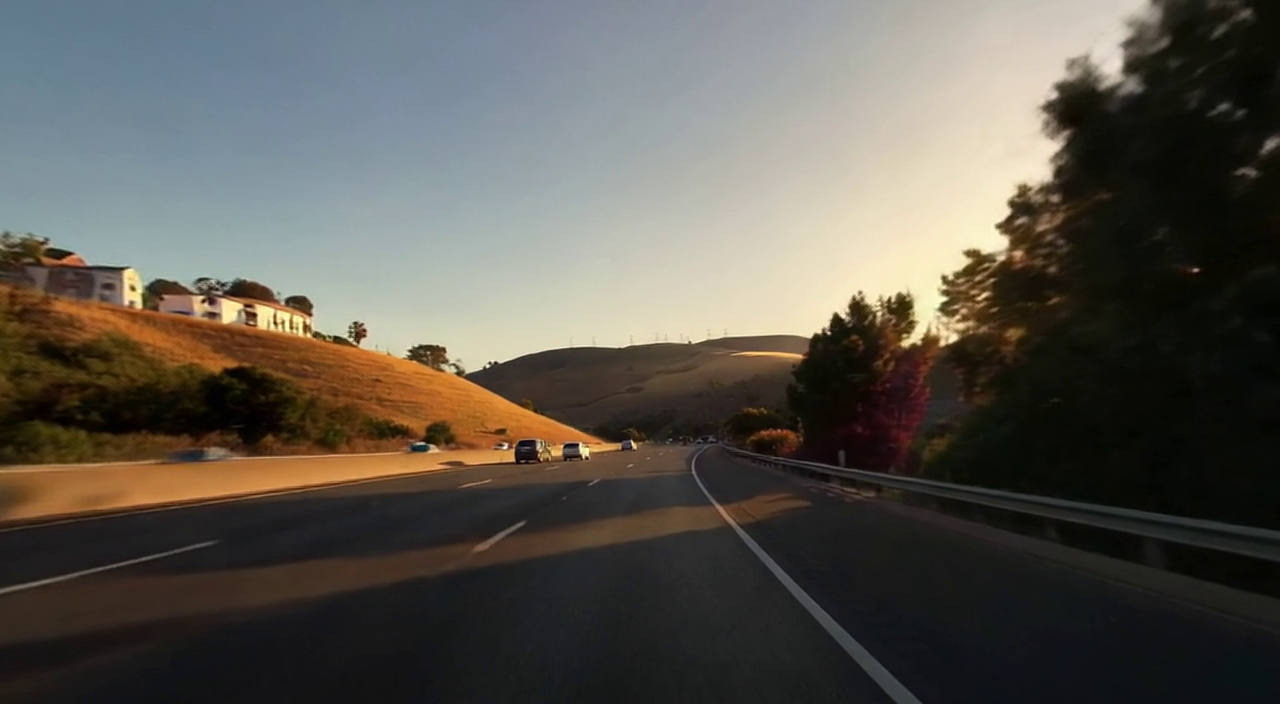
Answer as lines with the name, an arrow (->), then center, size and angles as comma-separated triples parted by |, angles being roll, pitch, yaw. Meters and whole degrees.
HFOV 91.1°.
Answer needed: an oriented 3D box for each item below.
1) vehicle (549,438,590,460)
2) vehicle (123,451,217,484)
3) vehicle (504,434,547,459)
vehicle -> -4.913, 6.901, 44.635 | 2.010, 1.489, 4.456 | -1, -9, 5
vehicle -> -21.599, 5.298, 29.007 | 1.512, 1.353, 3.443 | -1, -8, 4
vehicle -> -8.532, 7.105, 47.195 | 2.063, 1.743, 4.392 | -1, -9, 6
